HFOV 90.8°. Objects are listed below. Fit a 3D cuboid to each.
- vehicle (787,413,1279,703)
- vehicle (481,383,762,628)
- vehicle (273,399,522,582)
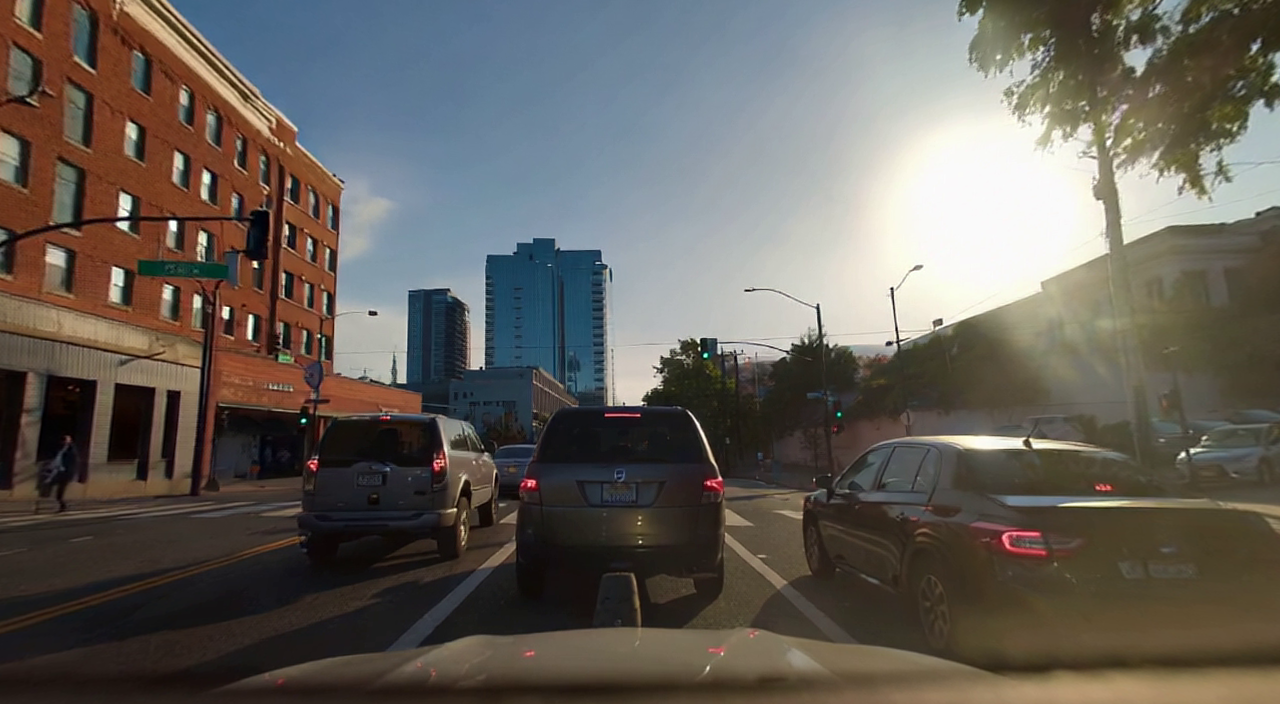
[{"bbox_3d":[2.582,1.307,4.804,1.852,1.462,4.155,0,-8,-1],"label":"vehicle"},{"bbox_3d":[-0.127,1.492,7.109,2.105,1.842,4.537,0,-8,0],"label":"vehicle"},{"bbox_3d":[-2.826,1.703,8.533,1.855,1.812,4.244,0,-8,-3],"label":"vehicle"}]
